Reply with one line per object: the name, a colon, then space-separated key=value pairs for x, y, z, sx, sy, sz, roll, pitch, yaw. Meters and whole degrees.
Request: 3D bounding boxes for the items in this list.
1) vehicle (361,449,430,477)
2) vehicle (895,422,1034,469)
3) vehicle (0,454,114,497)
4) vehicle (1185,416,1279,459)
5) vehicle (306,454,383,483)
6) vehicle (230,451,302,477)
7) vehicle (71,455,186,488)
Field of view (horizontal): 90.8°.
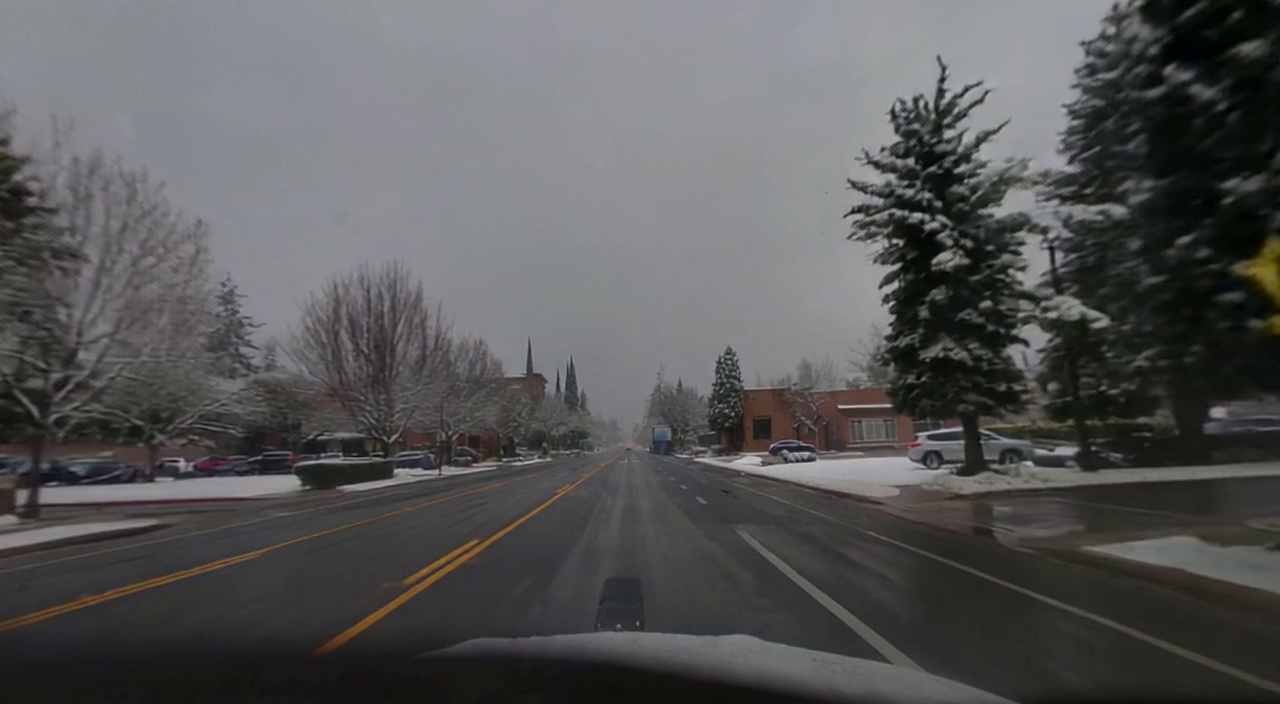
vehicle: x=-16.544 y=7.479 z=42.753 sx=4.311 sy=1.746 sz=1.984 roll=-5 pitch=-9 yaw=30
vehicle: x=12.752 y=3.707 z=25.085 sx=4.632 sy=1.701 sz=1.975 roll=-4 pitch=-9 yaw=26
vehicle: x=-26.685 y=5.437 z=28.065 sx=4.511 sy=1.731 sz=2.022 roll=3 pitch=-9 yaw=-22
vehicle: x=23.132 y=3.310 z=24.299 sx=4.694 sy=1.496 sz=1.845 roll=5 pitch=-10 yaw=-32
vehicle: x=-17.356 y=6.788 z=37.047 sx=4.708 sy=1.472 sz=1.994 roll=-6 pitch=-10 yaw=35
vehicle: x=-27.672 y=8.261 z=46.808 sx=4.417 sy=1.747 sz=1.954 roll=5 pitch=-10 yaw=-33
vehicle: x=-27.278 y=6.352 z=33.867 sx=4.272 sy=1.613 sz=1.855 roll=2 pitch=-9 yaw=-14
